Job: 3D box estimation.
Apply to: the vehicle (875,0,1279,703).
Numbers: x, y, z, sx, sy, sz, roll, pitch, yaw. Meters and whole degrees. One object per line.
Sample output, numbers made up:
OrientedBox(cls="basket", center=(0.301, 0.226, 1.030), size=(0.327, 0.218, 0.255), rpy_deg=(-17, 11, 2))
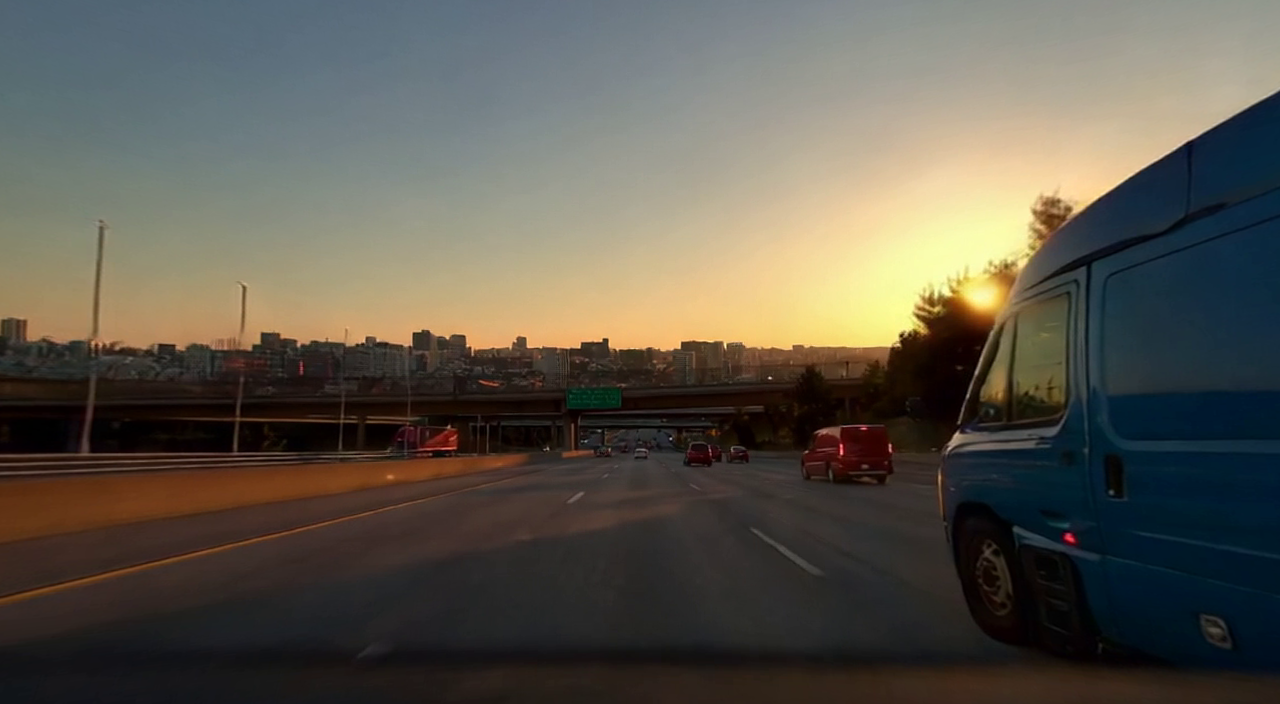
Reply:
OrientedBox(cls="vehicle", center=(3.173, 0.231, 1.648), size=(2.436, 2.745, 7.034), rpy_deg=(0, -8, 1))

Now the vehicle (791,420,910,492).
OrientedBox(cls="vehicle", center=(7.210, 3.630, 22.354), size=(2.301, 2.203, 5.419), rpy_deg=(0, -8, 0))

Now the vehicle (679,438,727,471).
OrientedBox(cls="vehicle", center=(4.065, 6.715, 41.614), size=(2.464, 1.961, 5.520), rpy_deg=(0, -8, -1))
